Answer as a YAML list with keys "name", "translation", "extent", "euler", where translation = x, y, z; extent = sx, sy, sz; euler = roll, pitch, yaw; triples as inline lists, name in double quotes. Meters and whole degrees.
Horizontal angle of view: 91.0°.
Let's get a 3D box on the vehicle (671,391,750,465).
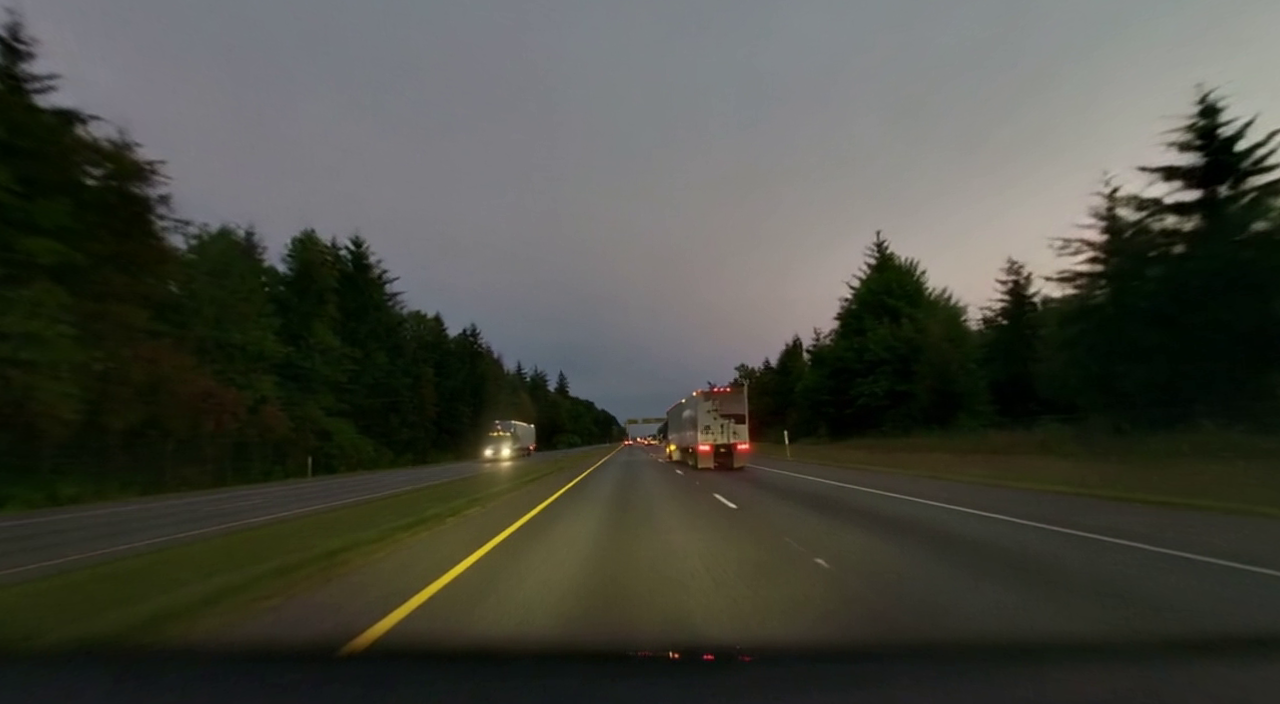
- name: "vehicle"
  translation: [4.311, 5.243, 42.537]
  extent: [3.223, 4.082, 14.353]
  euler: [0, -8, -2]
